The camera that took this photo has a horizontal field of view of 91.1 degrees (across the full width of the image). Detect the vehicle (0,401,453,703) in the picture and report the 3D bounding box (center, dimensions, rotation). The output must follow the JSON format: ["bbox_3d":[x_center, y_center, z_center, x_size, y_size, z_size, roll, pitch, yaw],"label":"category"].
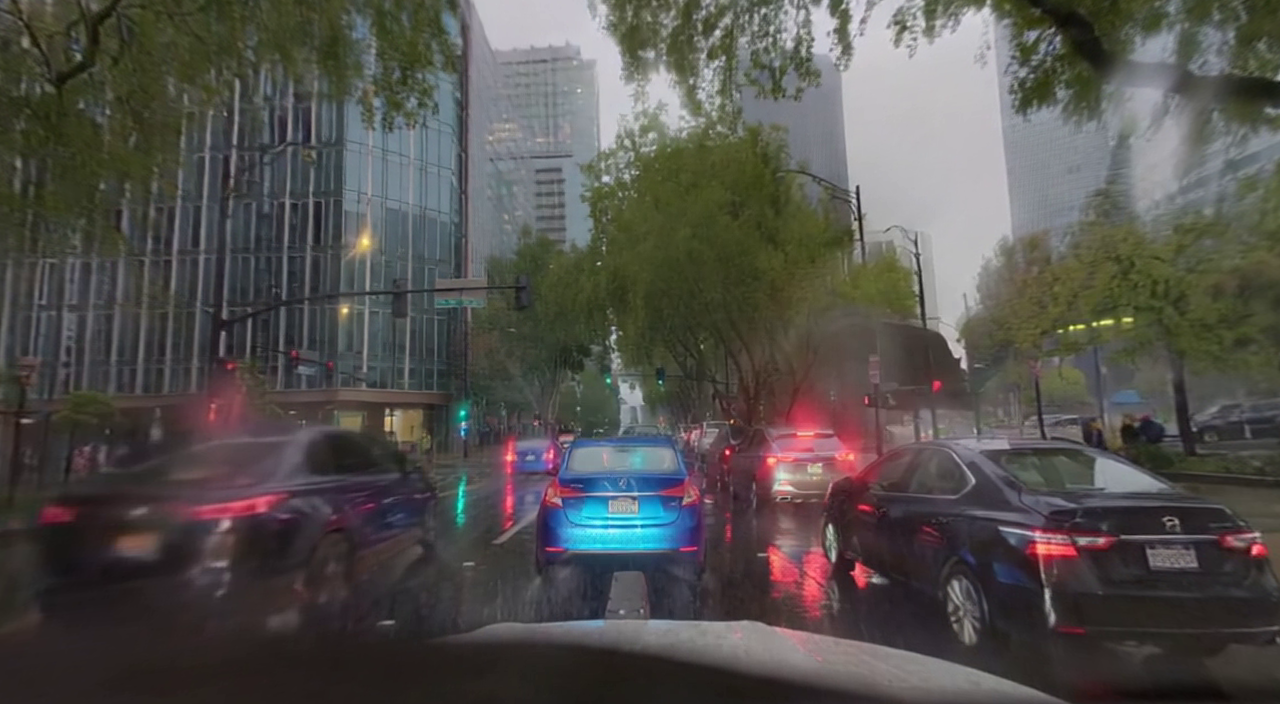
[{"bbox_3d":[-3.277,1.311,5.227,2.068,1.513,4.221,0,-8,1],"label":"vehicle"}]

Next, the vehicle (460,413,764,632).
[{"bbox_3d":[-0.268,1.465,6.407,2.072,1.476,4.078,0,-8,-2],"label":"vehicle"}]

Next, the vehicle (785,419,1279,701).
[{"bbox_3d":[2.749,1.399,5.445,1.952,1.464,4.165,0,-8,-1],"label":"vehicle"}]
